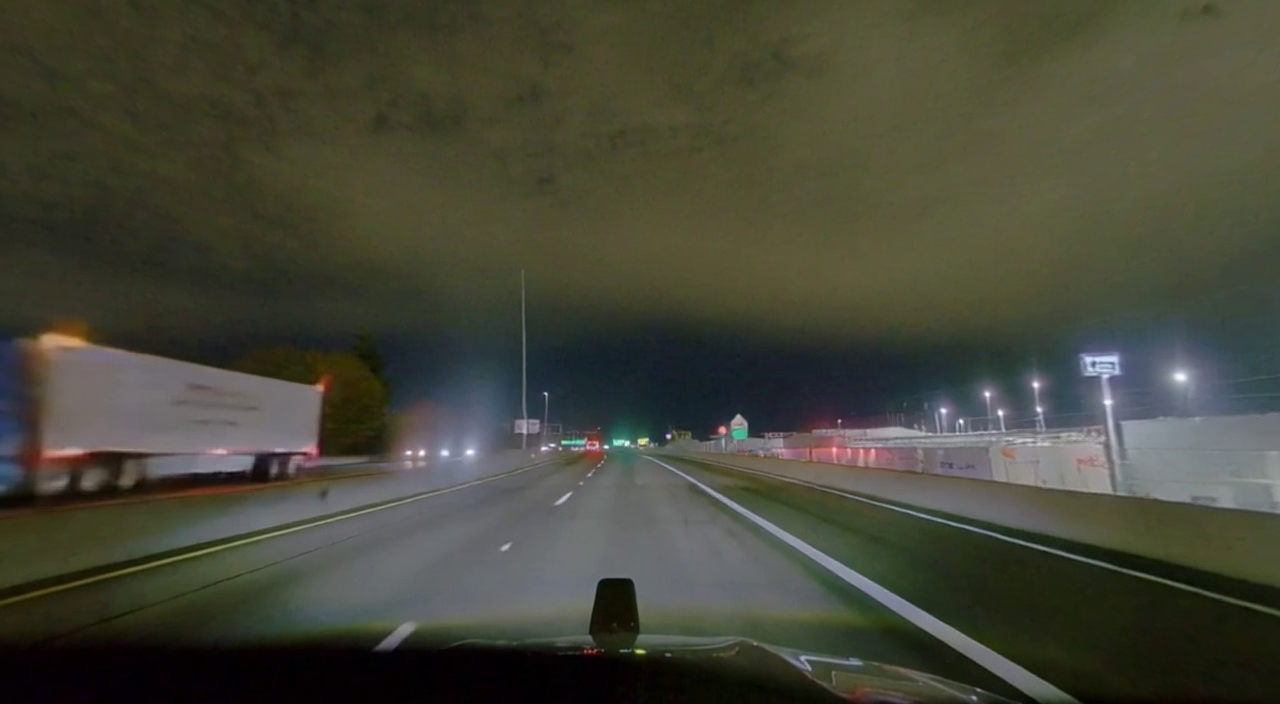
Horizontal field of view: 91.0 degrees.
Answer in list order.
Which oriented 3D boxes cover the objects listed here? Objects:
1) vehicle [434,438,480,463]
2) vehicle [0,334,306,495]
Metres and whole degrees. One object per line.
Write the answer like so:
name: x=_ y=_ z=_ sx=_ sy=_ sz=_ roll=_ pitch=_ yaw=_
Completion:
vehicle: x=-13.212 y=7.122 z=45.736 sx=2.142 sy=1.679 sz=4.358 roll=0 pitch=-8 yaw=-1
vehicle: x=-17.061 y=2.502 z=22.598 sx=3.419 sy=4.108 sz=13.030 roll=0 pitch=-8 yaw=-2
